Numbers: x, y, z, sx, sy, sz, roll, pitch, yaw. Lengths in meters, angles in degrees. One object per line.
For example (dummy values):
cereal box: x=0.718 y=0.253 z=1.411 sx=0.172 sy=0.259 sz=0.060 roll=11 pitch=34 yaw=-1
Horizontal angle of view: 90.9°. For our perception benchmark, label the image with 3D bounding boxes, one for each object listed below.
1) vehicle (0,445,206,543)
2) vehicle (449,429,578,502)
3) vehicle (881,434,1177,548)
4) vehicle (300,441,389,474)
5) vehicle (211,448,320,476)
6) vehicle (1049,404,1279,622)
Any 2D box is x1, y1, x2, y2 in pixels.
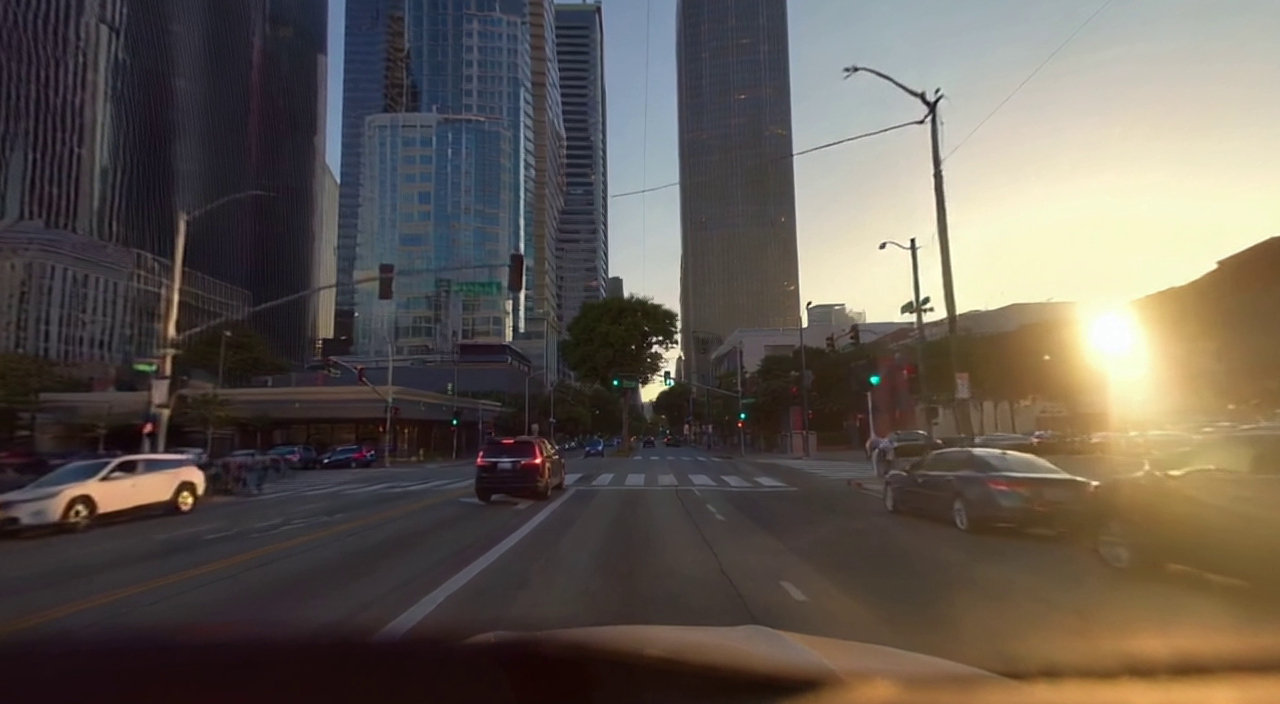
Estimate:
vehicle: x=-12.362 y=3.104 z=14.454 sx=1.890 sy=1.781 sz=4.331 roll=-3 pitch=-8 yaw=-2
vehicle: x=-2.806 y=2.659 z=15.267 sx=2.014 sy=1.480 sz=4.780 roll=0 pitch=-8 yaw=2
vehicle: x=5.969 y=2.137 z=10.541 sx=1.929 sy=1.464 sz=4.494 roll=0 pitch=-8 yaw=-3
vehicle: x=-21.179 y=7.558 z=45.339 sx=5.283 sy=1.959 sz=2.453 roll=-3 pitch=-7 yaw=0
vehicle: x=-21.383 y=6.282 z=36.139 sx=4.791 sy=1.506 sz=2.244 roll=0 pitch=-8 yaw=0
vehicle: x=5.927 y=1.287 z=5.172 sx=1.918 sy=1.674 sz=4.779 roll=0 pitch=-8 yaw=0
